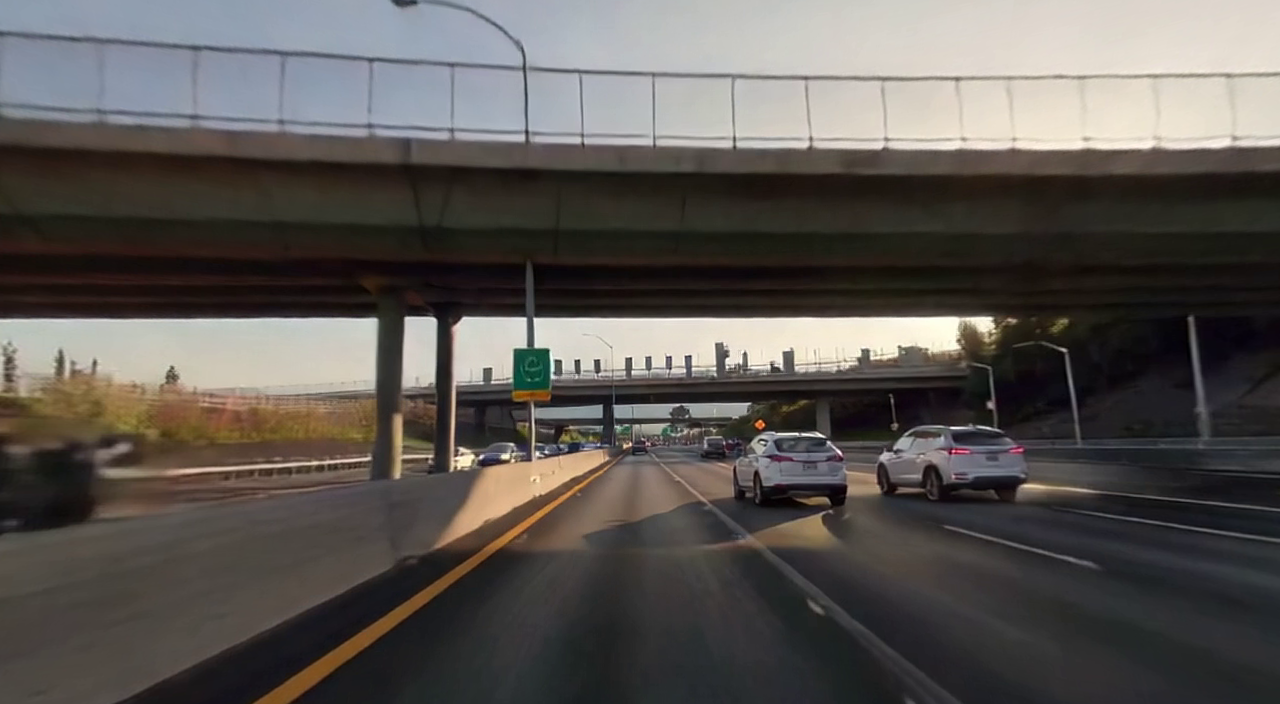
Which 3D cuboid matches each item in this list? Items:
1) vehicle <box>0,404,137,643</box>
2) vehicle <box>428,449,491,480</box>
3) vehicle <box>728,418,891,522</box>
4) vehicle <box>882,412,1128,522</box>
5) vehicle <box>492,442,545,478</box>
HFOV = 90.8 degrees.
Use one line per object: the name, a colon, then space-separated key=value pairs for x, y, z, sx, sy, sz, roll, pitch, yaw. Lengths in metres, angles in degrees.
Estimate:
vehicle: x=-5.522 y=1.015 z=3.200 sx=2.184 sy=1.638 sz=4.522 roll=0 pitch=-9 yaw=0
vehicle: x=-9.319 y=5.846 z=32.992 sx=1.950 sy=1.464 sz=4.309 roll=0 pitch=-9 yaw=1
vehicle: x=3.135 y=2.298 z=12.738 sx=2.059 sy=1.711 sz=4.302 roll=0 pitch=-9 yaw=0
vehicle: x=7.006 y=2.282 z=12.998 sx=2.040 sy=1.801 sz=4.959 roll=0 pitch=-9 yaw=0
vehicle: x=-5.794 y=5.174 z=30.604 sx=1.827 sy=1.619 sz=3.866 roll=0 pitch=-9 yaw=-1
